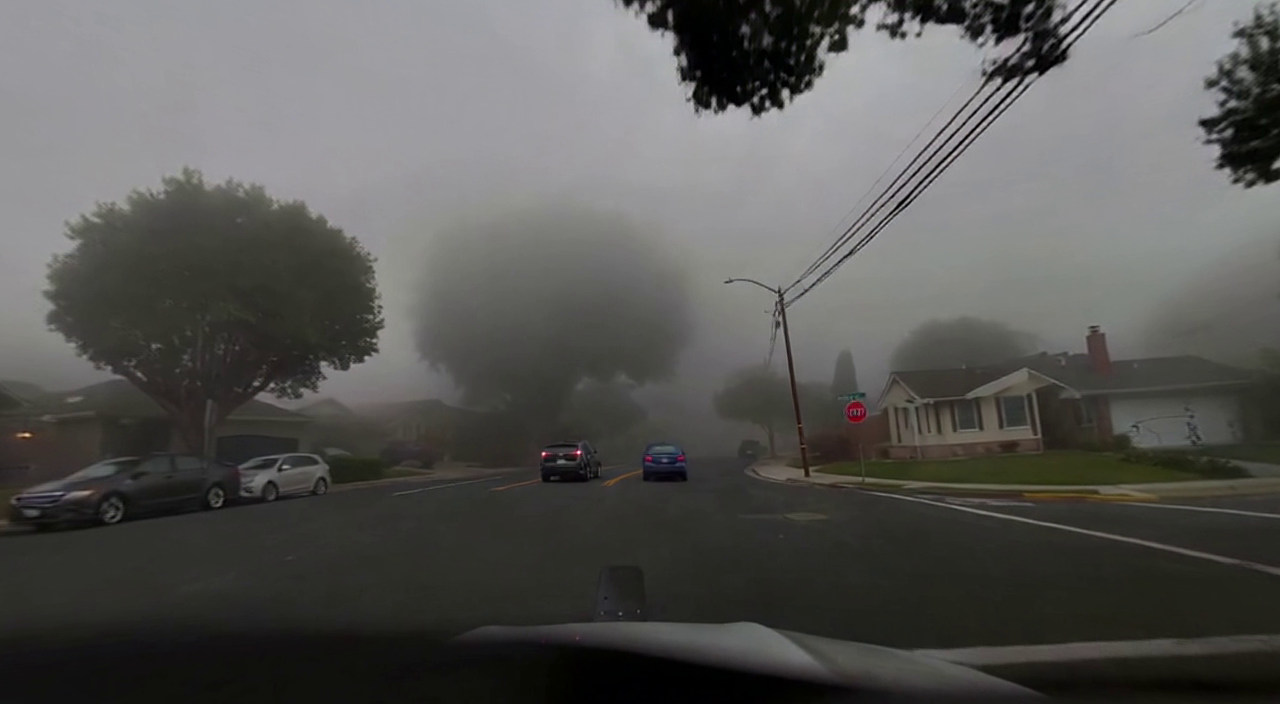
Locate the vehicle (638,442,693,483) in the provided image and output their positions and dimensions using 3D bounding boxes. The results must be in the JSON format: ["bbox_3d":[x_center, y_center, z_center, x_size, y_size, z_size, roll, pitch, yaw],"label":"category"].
[{"bbox_3d":[1.077,4.265,24.660,1.955,1.459,4.383,-1,-8,5],"label":"vehicle"}]

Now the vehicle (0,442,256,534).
[{"bbox_3d":[-13.685,3.625,17.436,2.191,1.980,5.888,-4,-10,3],"label":"vehicle"}]

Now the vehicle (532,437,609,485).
[{"bbox_3d":[-2.574,4.200,24.624,2.178,1.695,4.339,-1,-8,5],"label":"vehicle"}]

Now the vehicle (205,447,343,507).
[{"bbox_3d":[-13.175,4.514,23.087,2.076,1.864,4.730,-3,-10,2],"label":"vehicle"}]
